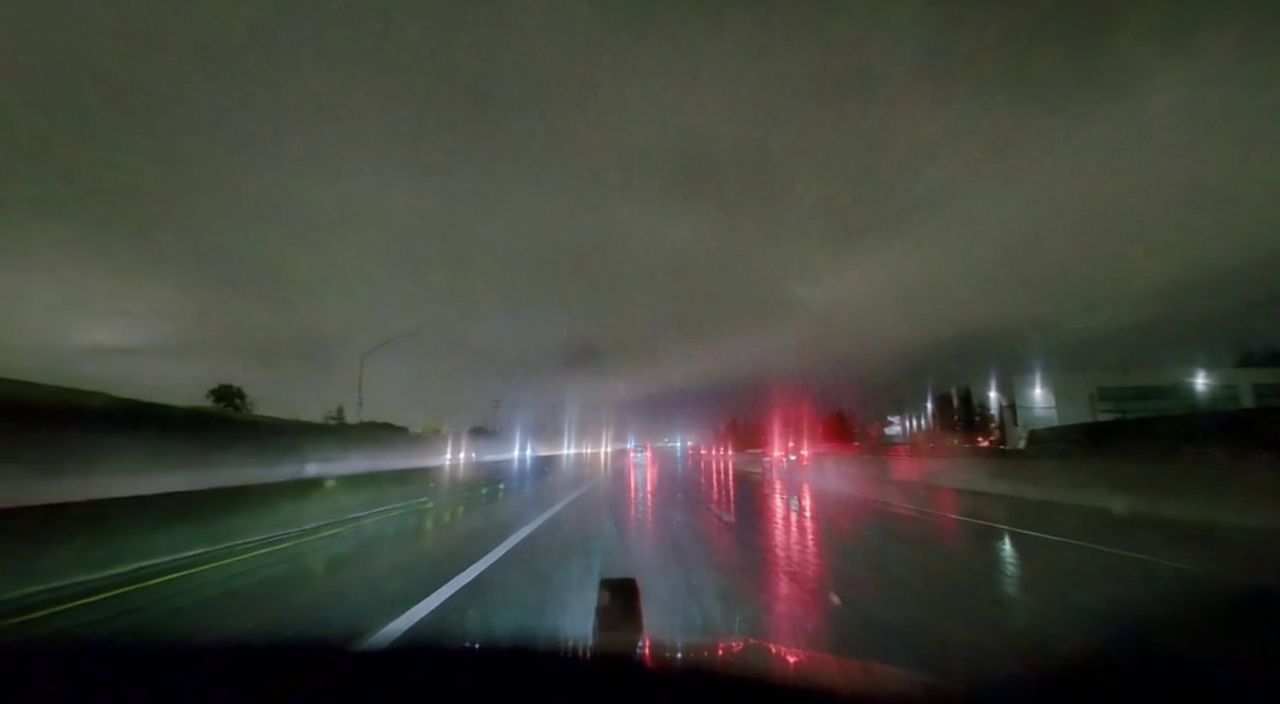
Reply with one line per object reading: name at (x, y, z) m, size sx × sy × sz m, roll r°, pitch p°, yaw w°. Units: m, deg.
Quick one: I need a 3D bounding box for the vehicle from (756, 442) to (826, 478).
vehicle at (6.868, 4.964, 28.999) m, size 2.008 × 1.533 × 4.592 m, roll 0°, pitch -9°, yaw -1°

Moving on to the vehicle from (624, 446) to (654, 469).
vehicle at (-0.052, 7.508, 44.833) m, size 2.025 × 1.526 × 4.181 m, roll -1°, pitch -9°, yaw 0°
